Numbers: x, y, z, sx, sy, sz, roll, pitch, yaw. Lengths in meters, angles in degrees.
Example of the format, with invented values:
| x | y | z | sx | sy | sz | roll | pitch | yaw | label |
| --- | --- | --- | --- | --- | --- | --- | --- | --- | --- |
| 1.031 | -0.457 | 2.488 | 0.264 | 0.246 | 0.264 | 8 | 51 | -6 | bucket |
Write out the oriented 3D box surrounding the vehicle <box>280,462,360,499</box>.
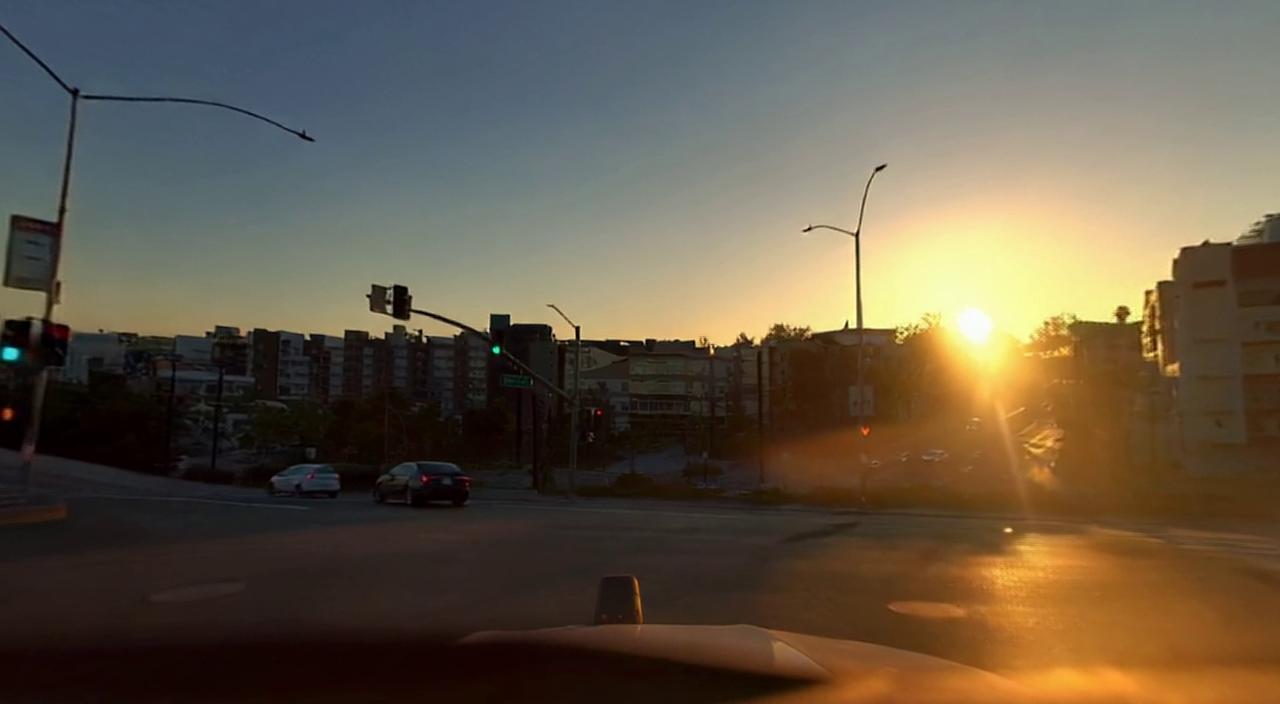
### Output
| x | y | z | sx | sy | sz | roll | pitch | yaw | label |
| --- | --- | --- | --- | --- | --- | --- | --- | --- | --- |
| -16.005 | 6.338 | 31.537 | 3.852 | 1.605 | 2.007 | -7 | -10 | 37 | vehicle |

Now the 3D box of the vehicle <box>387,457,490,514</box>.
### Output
| x | y | z | sx | sy | sz | roll | pitch | yaw | label |
| --- | --- | --- | --- | --- | --- | --- | --- | --- | --- |
| -6.593 | 4.232 | 20.451 | 2.048 | 1.516 | 3.874 | 5 | -10 | -35 | vehicle |
